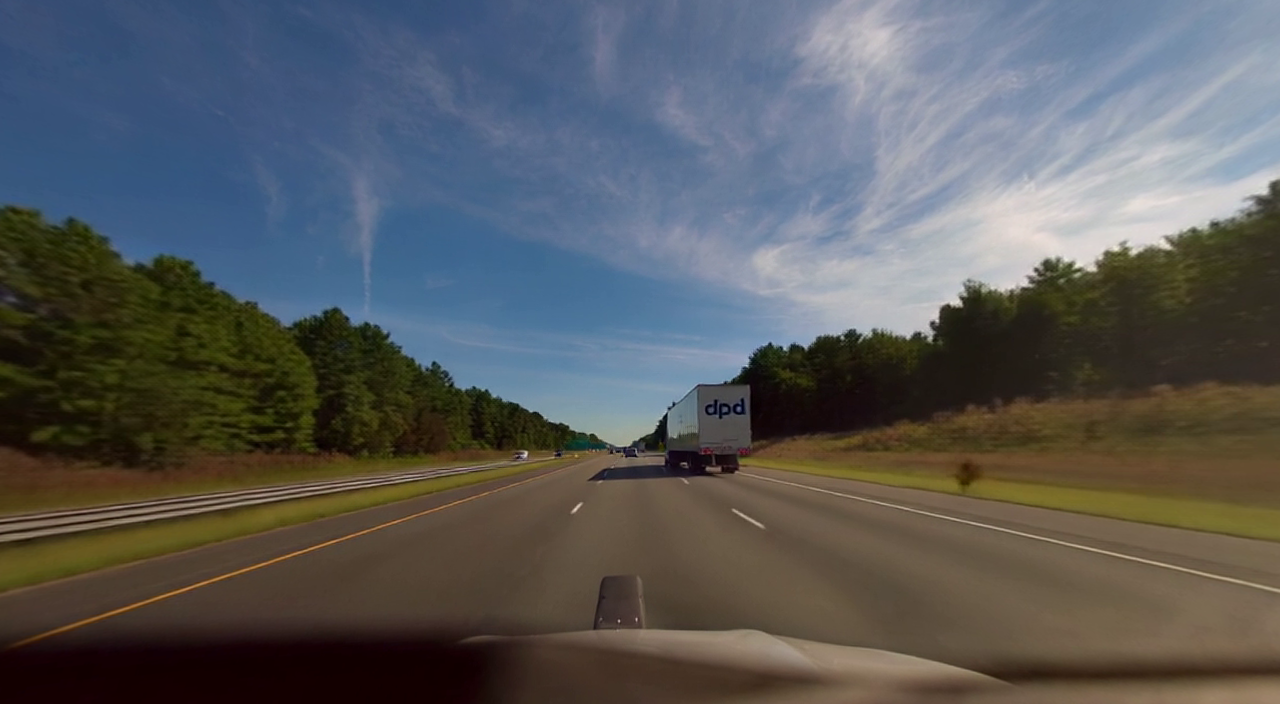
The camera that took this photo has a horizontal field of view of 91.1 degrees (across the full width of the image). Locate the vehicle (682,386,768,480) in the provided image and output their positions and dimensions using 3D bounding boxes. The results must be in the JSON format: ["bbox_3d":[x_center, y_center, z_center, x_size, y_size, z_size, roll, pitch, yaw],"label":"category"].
[{"bbox_3d":[3.864,4.055,30.796,2.856,3.933,8.334,0,-9,-1],"label":"vehicle"}]
